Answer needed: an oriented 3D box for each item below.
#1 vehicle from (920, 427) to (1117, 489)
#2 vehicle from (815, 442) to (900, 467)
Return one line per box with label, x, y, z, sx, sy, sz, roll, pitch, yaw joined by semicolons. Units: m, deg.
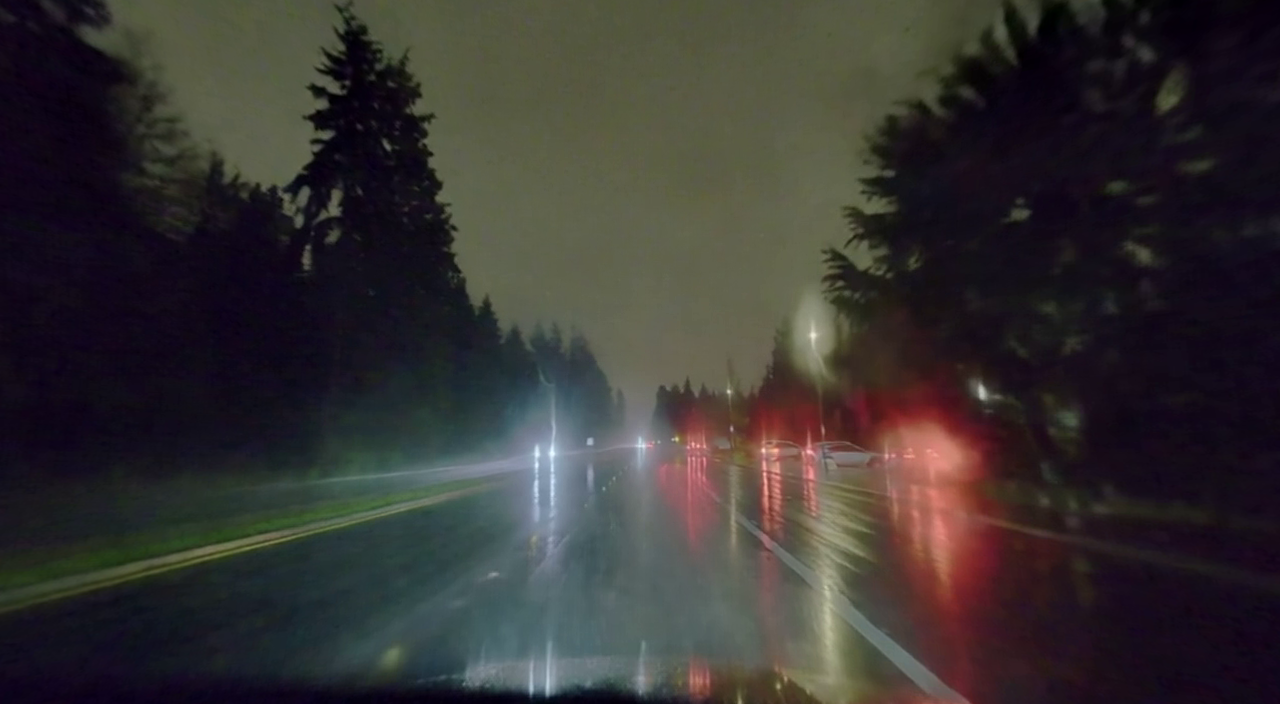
vehicle;11.039;3.122;18.674;4.493;1.705;2.034;0;-8;0
vehicle;13.118;6.222;38.210;4.438;1.444;1.900;0;-8;0
